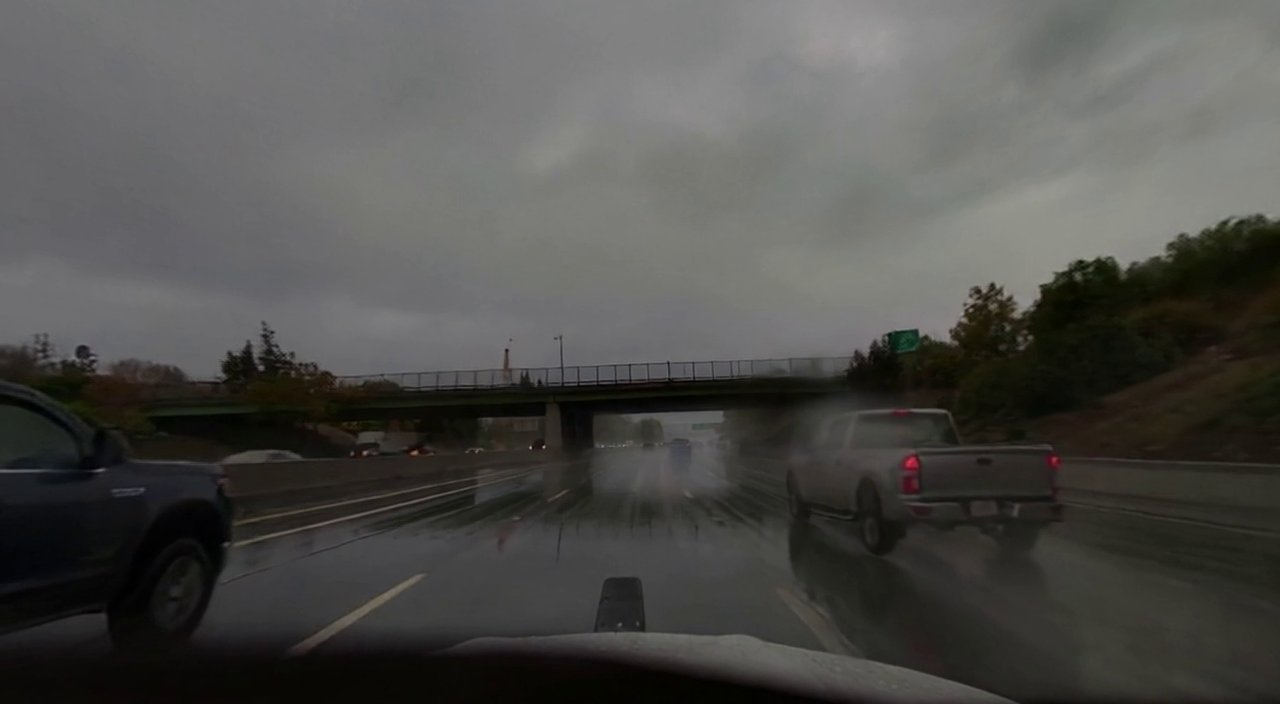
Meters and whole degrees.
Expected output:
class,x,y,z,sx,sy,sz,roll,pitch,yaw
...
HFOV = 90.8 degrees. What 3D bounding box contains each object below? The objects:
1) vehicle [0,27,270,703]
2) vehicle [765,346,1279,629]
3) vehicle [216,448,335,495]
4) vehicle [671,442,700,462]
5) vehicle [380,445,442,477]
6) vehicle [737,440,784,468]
class,x,y,z,sx,sy,sz,roll,pitch,yaw
vehicle,-3.381,-0.004,0.584,2.369,2.682,6.088,0,-9,0
vehicle,3.507,1.407,7.606,2.693,2.044,5.882,0,-9,-1
vehicle,-14.794,4.845,26.015,1.964,1.745,4.574,-1,-9,3
vehicle,3.506,7.796,49.203,1.981,1.471,4.342,-1,-9,1
vehicle,-17.553,8.337,48.779,2.339,1.879,5.755,-5,-6,3
vehicle,7.070,6.053,37.473,1.989,1.529,4.375,-1,-9,0
